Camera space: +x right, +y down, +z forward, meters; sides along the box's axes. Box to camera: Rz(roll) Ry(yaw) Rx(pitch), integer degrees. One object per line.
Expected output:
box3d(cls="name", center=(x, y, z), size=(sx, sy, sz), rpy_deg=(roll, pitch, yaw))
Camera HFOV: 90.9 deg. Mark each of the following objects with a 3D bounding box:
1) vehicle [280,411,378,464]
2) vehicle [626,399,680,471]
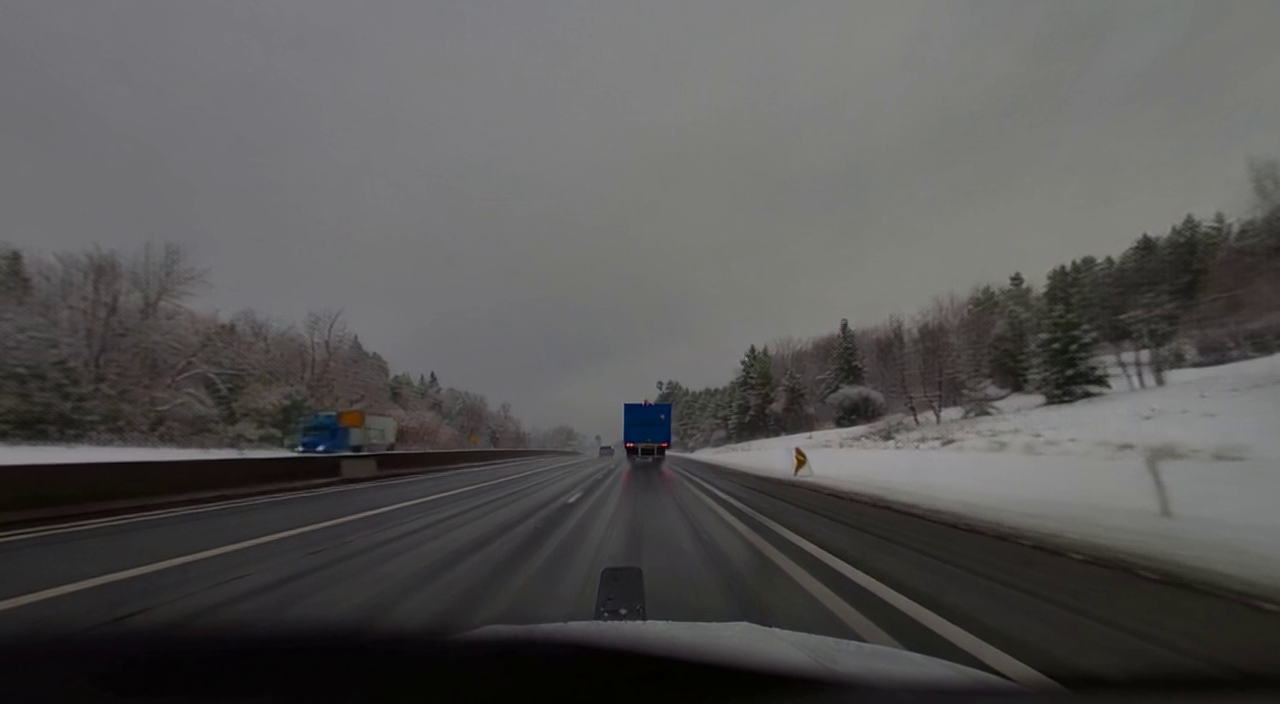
box3d(cls="vehicle", center=(-22.832, 6.440, 46.958), size=(2.922, 3.559, 8.696), rpy_deg=(0, -9, -1))
box3d(cls="vehicle", center=(0.601, 5.528, 40.843), size=(3.055, 4.009, 10.972), rpy_deg=(0, -9, -1))
